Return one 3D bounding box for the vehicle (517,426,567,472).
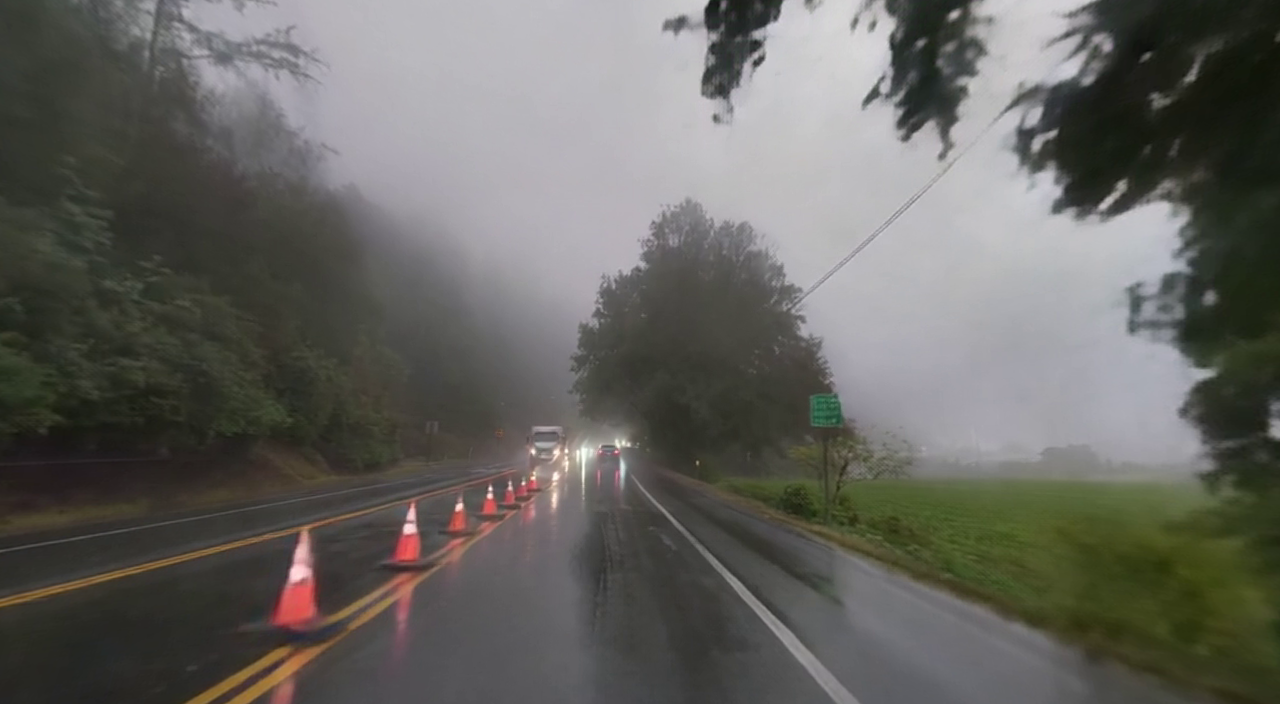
[{"bbox_3d":[-5.636,5.636,36.837,2.380,2.488,4.028,2,-8,-3],"label":"vehicle"}]
